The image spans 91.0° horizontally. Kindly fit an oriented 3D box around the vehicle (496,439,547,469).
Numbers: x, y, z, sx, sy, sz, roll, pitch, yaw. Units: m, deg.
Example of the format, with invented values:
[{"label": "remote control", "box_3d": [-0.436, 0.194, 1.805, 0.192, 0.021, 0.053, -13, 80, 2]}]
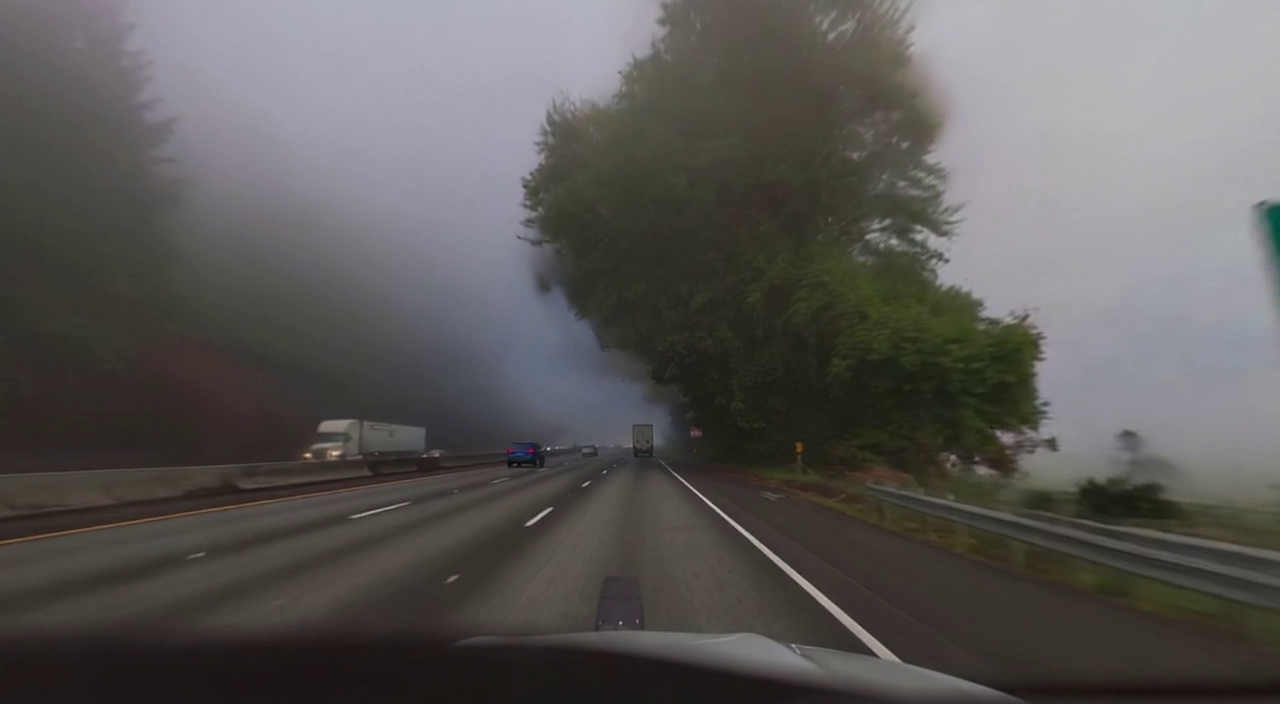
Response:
[{"label": "vehicle", "box_3d": [-7.408, 6.437, 39.863, 2.253, 1.815, 4.618, 0, -9, 1]}]
